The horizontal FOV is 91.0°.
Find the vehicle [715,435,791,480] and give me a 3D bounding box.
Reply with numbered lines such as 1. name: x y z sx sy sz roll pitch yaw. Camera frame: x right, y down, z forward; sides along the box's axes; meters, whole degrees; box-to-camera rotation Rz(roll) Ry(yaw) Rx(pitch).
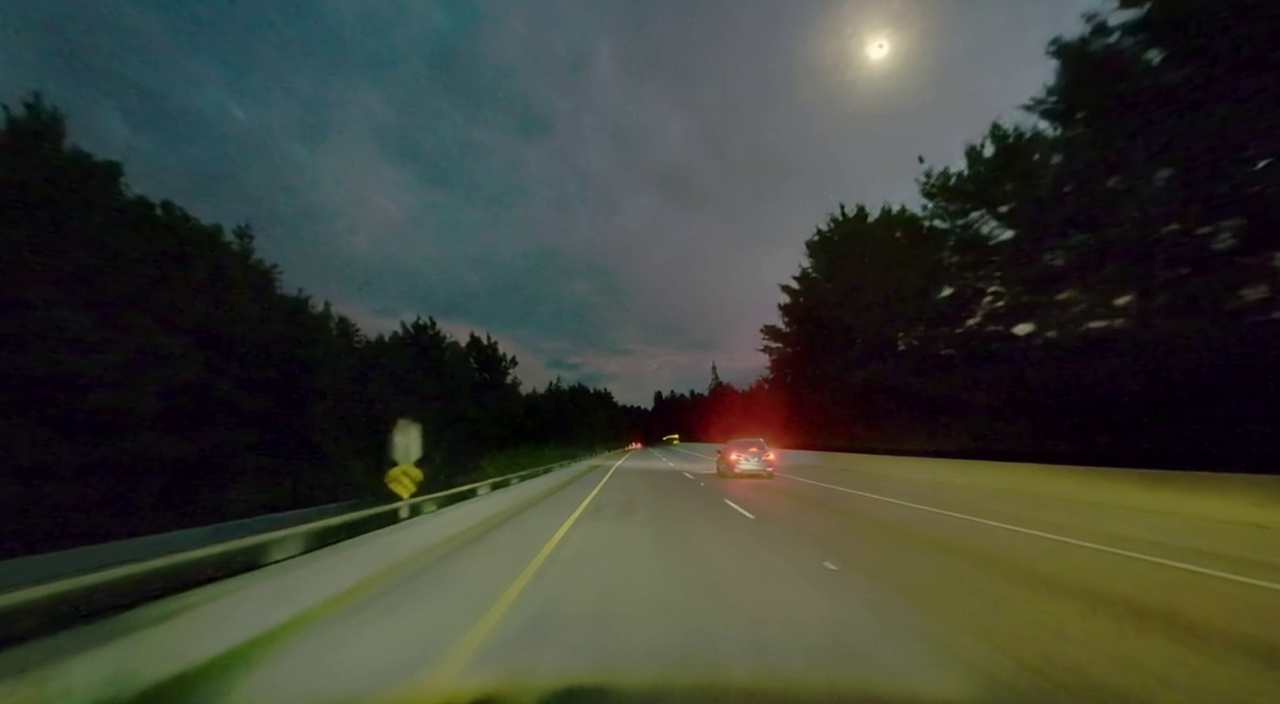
1. vehicle: 4.150 3.944 23.953 1.905 1.525 4.719 0 -8 -2
